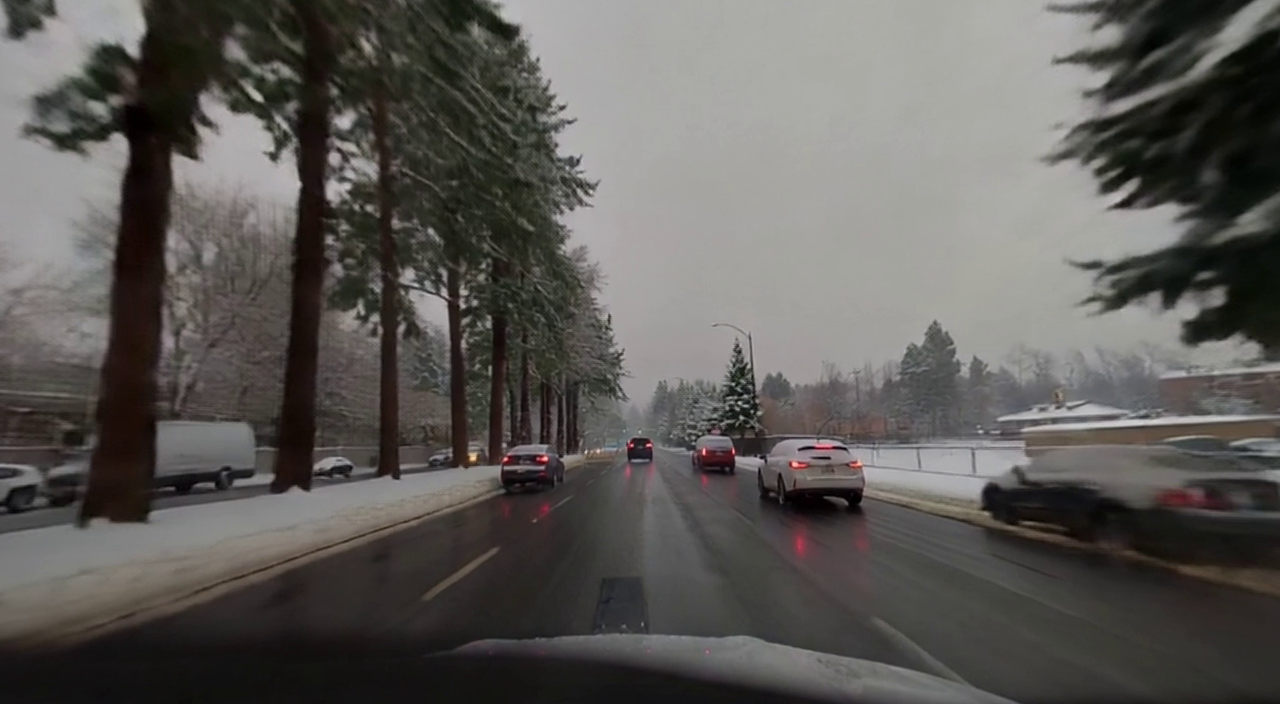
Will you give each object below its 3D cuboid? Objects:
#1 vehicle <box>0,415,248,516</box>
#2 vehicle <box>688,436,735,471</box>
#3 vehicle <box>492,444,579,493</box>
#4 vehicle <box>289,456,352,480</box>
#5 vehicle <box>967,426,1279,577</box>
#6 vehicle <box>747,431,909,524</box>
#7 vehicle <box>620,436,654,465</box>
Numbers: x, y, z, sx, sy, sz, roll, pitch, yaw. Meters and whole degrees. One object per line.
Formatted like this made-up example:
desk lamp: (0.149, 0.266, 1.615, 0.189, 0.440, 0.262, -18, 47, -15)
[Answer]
vehicle: (-23.044, 4.999, 29.211, 2.833, 3.735, 11.042, 0, -8, -1)
vehicle: (3.756, 5.425, 33.829, 1.980, 1.709, 4.367, 1, -8, -1)
vehicle: (-3.149, 3.577, 19.830, 2.013, 1.354, 3.908, 0, -8, 1)
vehicle: (-22.620, 8.230, 44.843, 1.908, 1.483, 4.835, 0, -8, 0)
vehicle: (6.676, 1.850, 8.695, 1.909, 1.512, 4.480, 0, -8, 0)
vehicle: (3.473, 2.384, 12.578, 1.919, 1.502, 4.232, 0, -8, 0)
vehicle: (-0.224, 6.830, 43.848, 2.247, 1.882, 4.603, 1, -8, -1)
